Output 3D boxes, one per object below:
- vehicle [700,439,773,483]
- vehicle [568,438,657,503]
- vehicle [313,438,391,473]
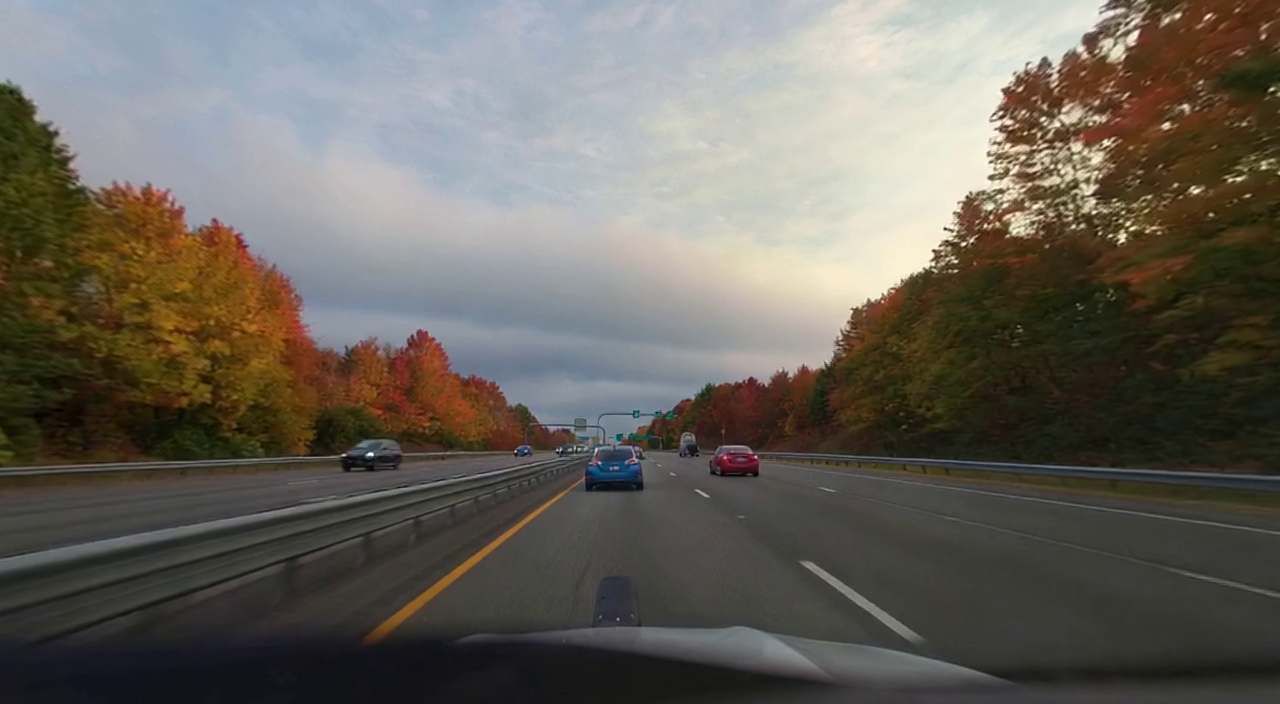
[{"bbox_3d":[3.791,4.368,25.334,2.300,1.595,4.144,-1,-9,0],"label":"vehicle"},{"bbox_3d":[-0.700,3.187,17.295,2.128,1.516,4.410,0,-9,-1],"label":"vehicle"},{"bbox_3d":[-13.990,5.067,30.724,1.933,1.556,4.105,0,-9,-1],"label":"vehicle"}]
